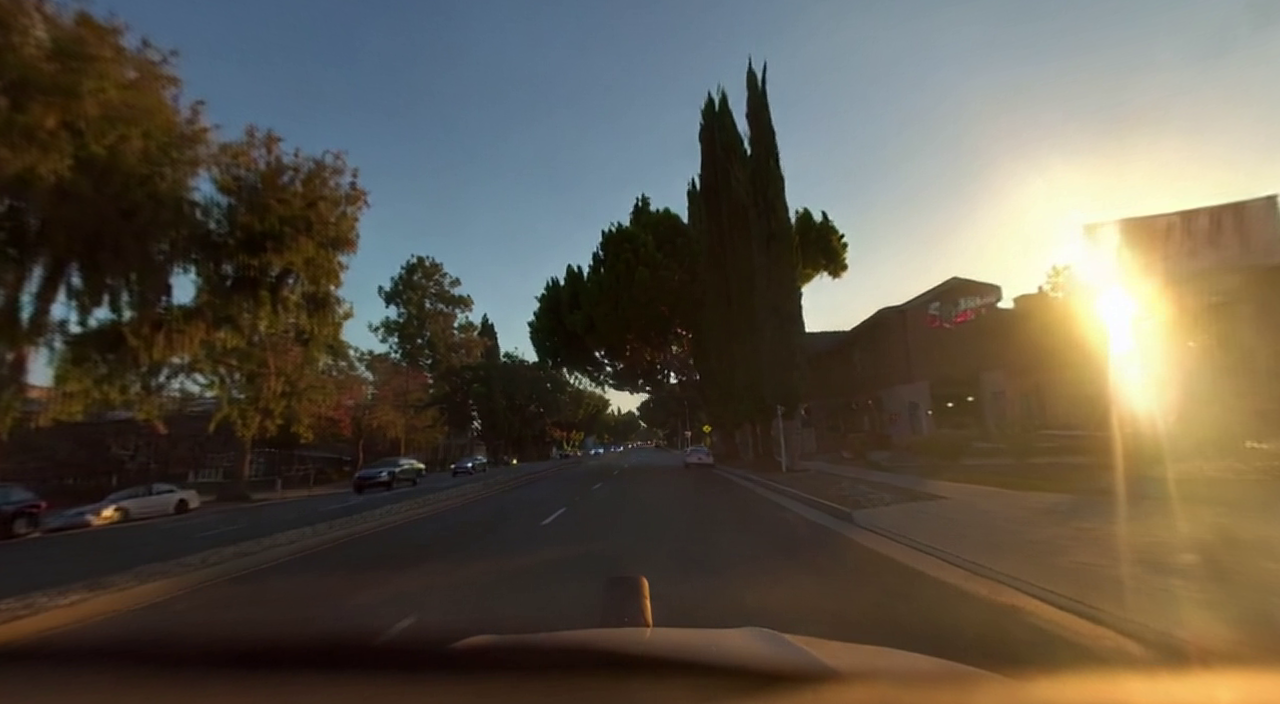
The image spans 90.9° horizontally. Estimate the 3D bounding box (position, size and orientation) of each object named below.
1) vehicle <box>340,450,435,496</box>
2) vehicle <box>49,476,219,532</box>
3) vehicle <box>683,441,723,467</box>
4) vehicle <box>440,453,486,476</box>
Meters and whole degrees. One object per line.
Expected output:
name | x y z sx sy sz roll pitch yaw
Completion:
vehicle | -10.992 5.262 27.872 2.079 1.812 4.757 0 -9 2
vehicle | -17.753 5.333 22.520 1.902 1.484 4.908 -1 -9 2
vehicle | 3.842 6.320 39.263 2.041 1.523 4.281 0 -9 0
vehicle | -13.384 8.525 47.874 1.915 1.505 4.726 -3 -9 3
